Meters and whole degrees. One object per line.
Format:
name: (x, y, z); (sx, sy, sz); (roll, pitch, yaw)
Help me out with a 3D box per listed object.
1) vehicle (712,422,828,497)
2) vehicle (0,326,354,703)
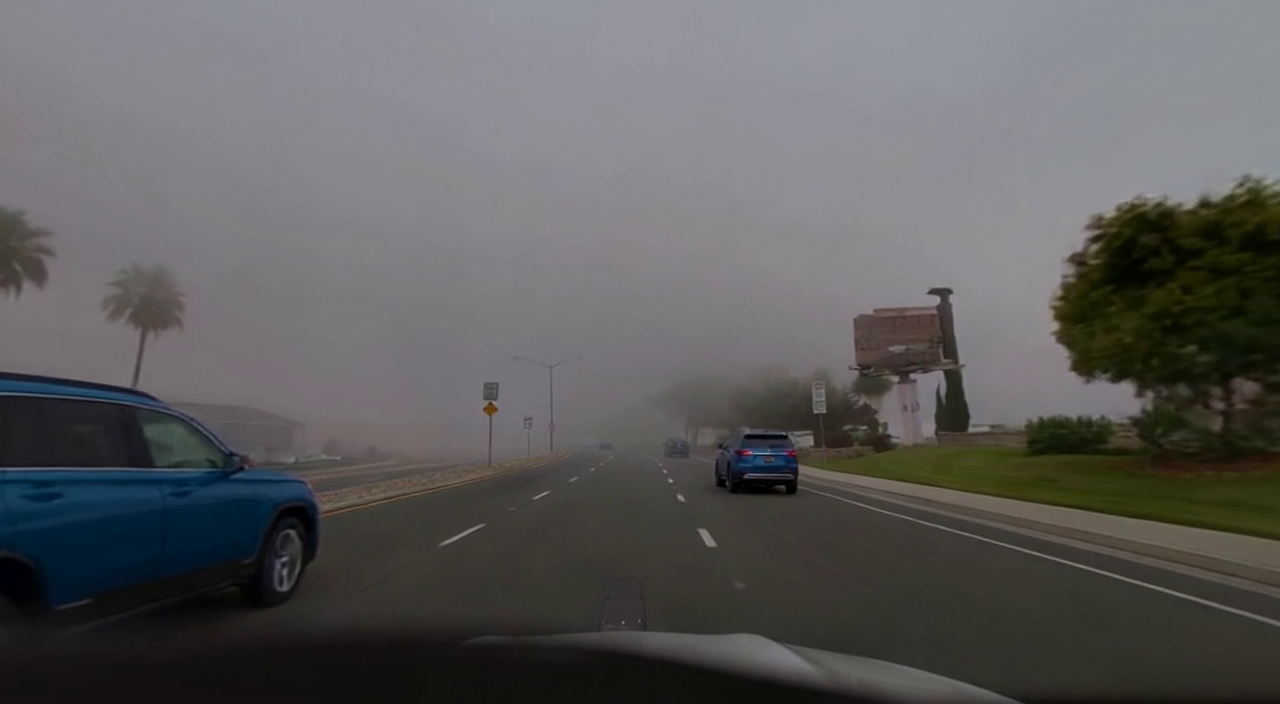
vehicle: (3.427, 2.939, 17.593); (2.195, 1.804, 4.658); (0, -8, -1)
vehicle: (-3.888, 0.897, 3.590); (2.150, 1.768, 4.868); (0, -8, 1)
